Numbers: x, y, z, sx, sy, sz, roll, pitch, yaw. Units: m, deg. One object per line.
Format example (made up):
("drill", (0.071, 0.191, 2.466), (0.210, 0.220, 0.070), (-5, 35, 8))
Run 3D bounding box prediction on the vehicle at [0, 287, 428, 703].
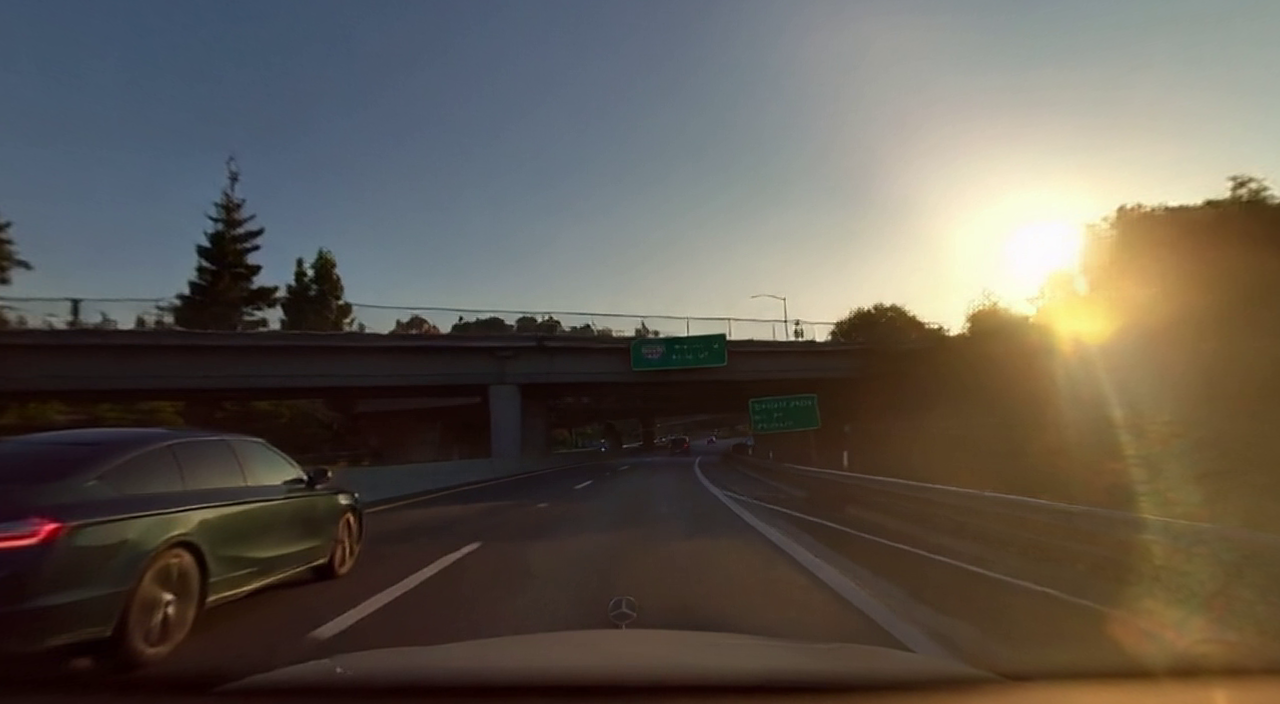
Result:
("vehicle", (-3.466, 0.946, 4.048), (2.143, 1.851, 5.817), (0, -8, 0))
